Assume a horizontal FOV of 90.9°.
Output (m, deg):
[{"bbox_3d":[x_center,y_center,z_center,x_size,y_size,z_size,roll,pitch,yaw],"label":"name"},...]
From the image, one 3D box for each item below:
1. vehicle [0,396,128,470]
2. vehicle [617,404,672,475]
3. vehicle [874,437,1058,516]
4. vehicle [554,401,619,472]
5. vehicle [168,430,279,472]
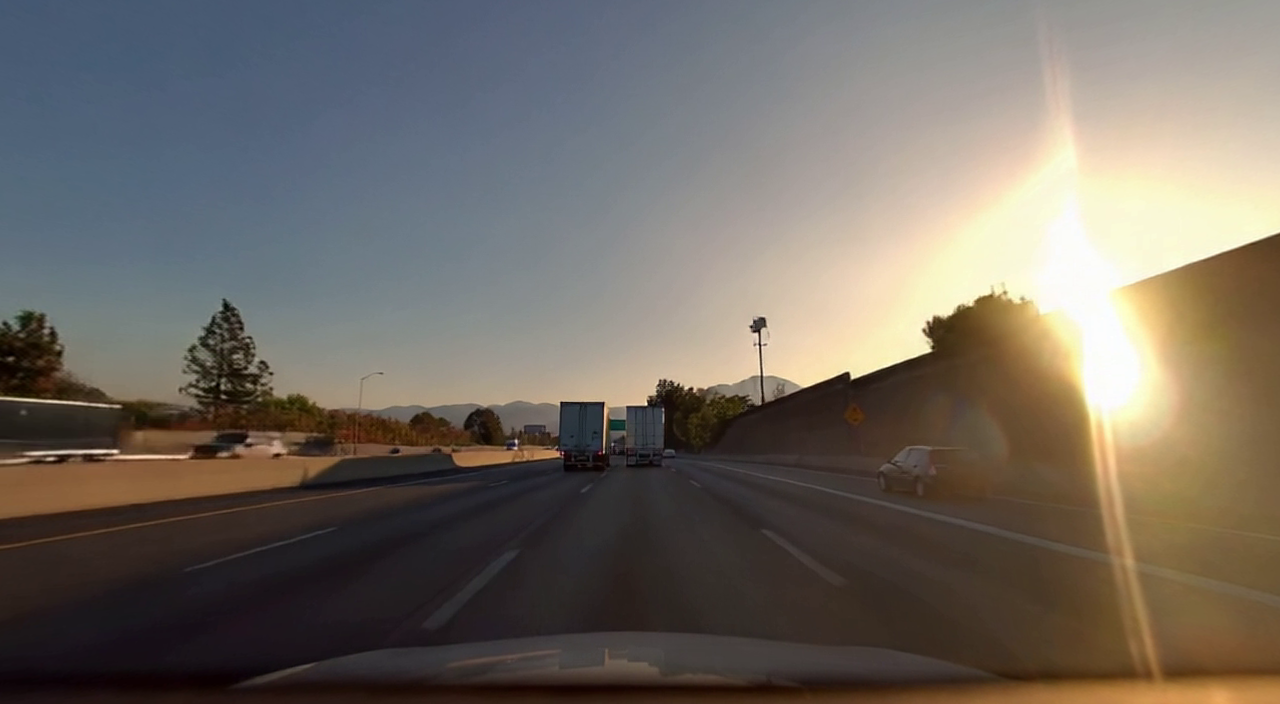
[{"bbox_3d":[-36.275,4.395,34.280,2.834,4.008,16.723,1,-8,1],"label":"vehicle"},{"bbox_3d":[0.219,5.494,40.920,3.054,3.944,11.230,0,-6,0],"label":"vehicle"},{"bbox_3d":[7.432,2.839,15.007,1.969,1.560,4.394,1,-8,-1],"label":"vehicle"},{"bbox_3d":[-3.250,5.608,41.604,2.962,3.947,11.574,1,-8,1],"label":"vehicle"},{"bbox_3d":[-18.833,4.489,28.759,2.184,1.764,3.974,1,-8,2],"label":"vehicle"}]
